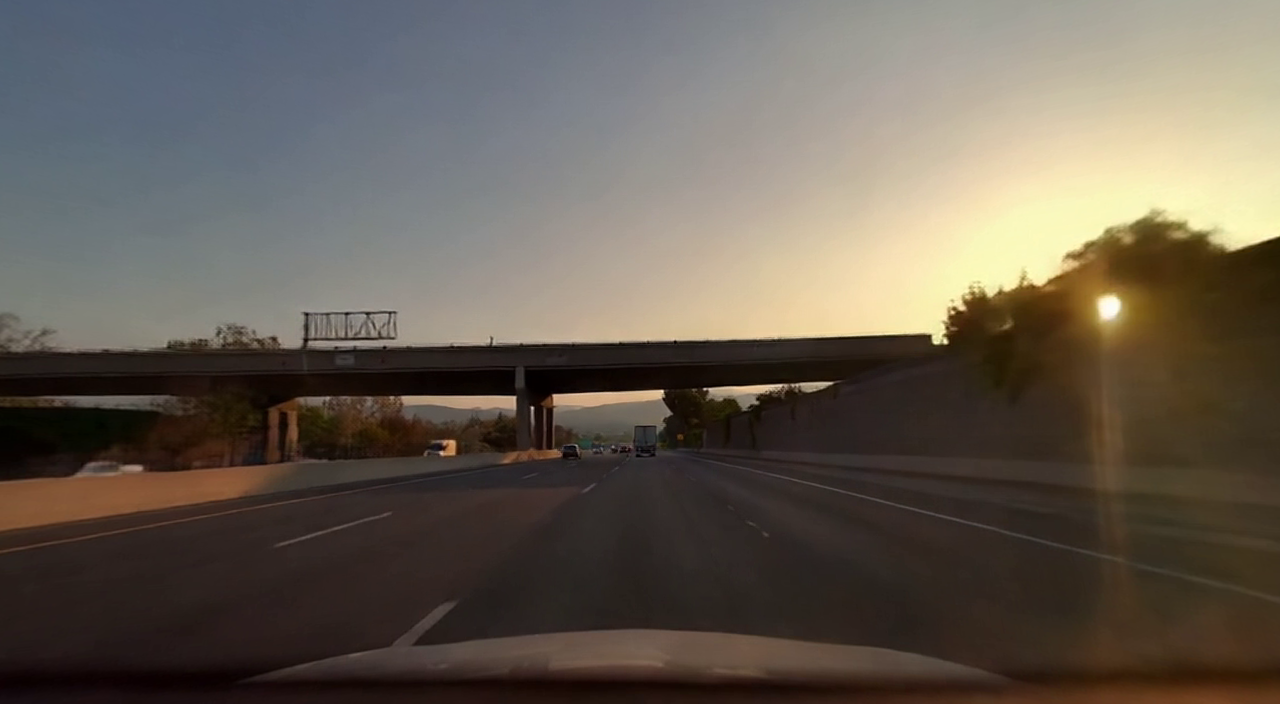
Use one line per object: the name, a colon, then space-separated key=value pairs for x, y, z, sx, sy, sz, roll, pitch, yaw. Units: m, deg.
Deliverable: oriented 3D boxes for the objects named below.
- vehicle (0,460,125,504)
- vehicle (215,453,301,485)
vehicle: x=-23.790 y=5.223 z=25.717 sx=1.817 sy=1.475 sz=4.410 roll=0 pitch=-8 yaw=1
vehicle: x=-20.202 y=6.179 z=33.561 sx=1.879 sy=1.487 sz=4.188 roll=0 pitch=-8 yaw=1
